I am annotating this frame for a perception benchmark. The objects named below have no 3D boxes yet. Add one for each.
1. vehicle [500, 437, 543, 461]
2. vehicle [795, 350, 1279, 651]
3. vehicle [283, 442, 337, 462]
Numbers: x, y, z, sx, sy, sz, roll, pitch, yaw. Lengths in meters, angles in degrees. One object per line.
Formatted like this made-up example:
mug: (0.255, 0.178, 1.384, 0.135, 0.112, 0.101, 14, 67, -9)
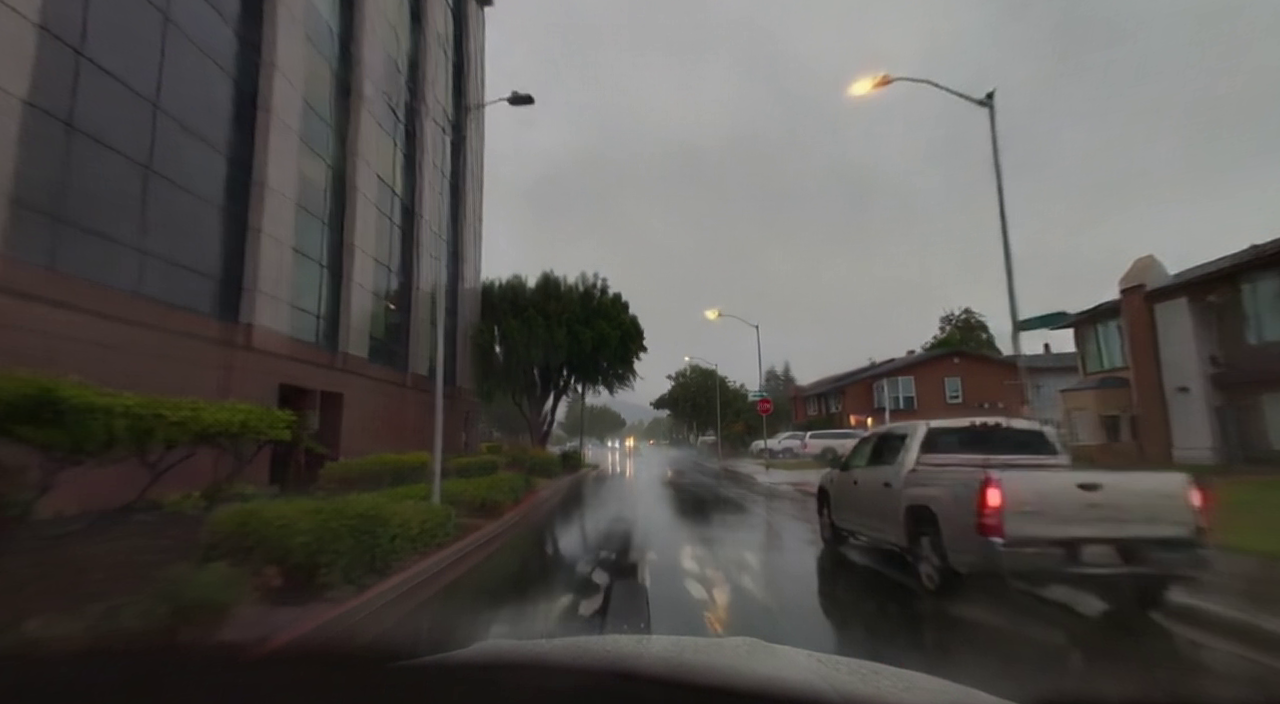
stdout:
vehicle: (-8.103, 6.665, 43.483, 2.024, 1.532, 3.863, -1, -8, 4)
vehicle: (3.122, 1.231, 6.151, 2.067, 1.846, 4.384, 0, -8, 0)
vehicle: (-26.061, 7.919, 49.912, 1.811, 1.467, 4.508, -1, -8, 1)
